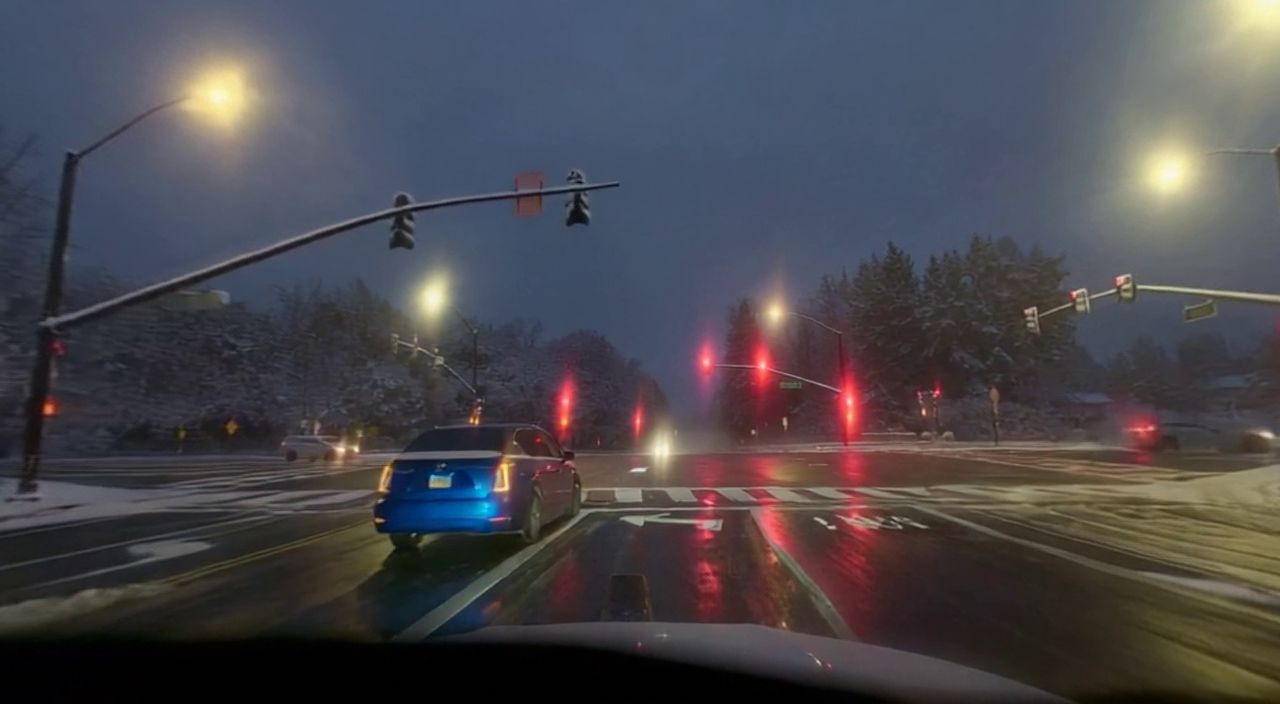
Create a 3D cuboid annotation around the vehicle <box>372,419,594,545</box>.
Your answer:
[{"bbox_3d":[-2.189,1.962,10.162,2.055,1.573,4.065,-1,-8,8],"label":"vehicle"}]

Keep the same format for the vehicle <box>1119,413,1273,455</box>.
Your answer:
[{"bbox_3d":[23.277,3.496,26.563,4.406,1.661,1.857,-1,-8,8],"label":"vehicle"}]

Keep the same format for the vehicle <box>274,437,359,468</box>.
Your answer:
[{"bbox_3d":[-18.378,5.680,35.872,3.952,1.568,1.788,-3,-7,8],"label":"vehicle"}]
